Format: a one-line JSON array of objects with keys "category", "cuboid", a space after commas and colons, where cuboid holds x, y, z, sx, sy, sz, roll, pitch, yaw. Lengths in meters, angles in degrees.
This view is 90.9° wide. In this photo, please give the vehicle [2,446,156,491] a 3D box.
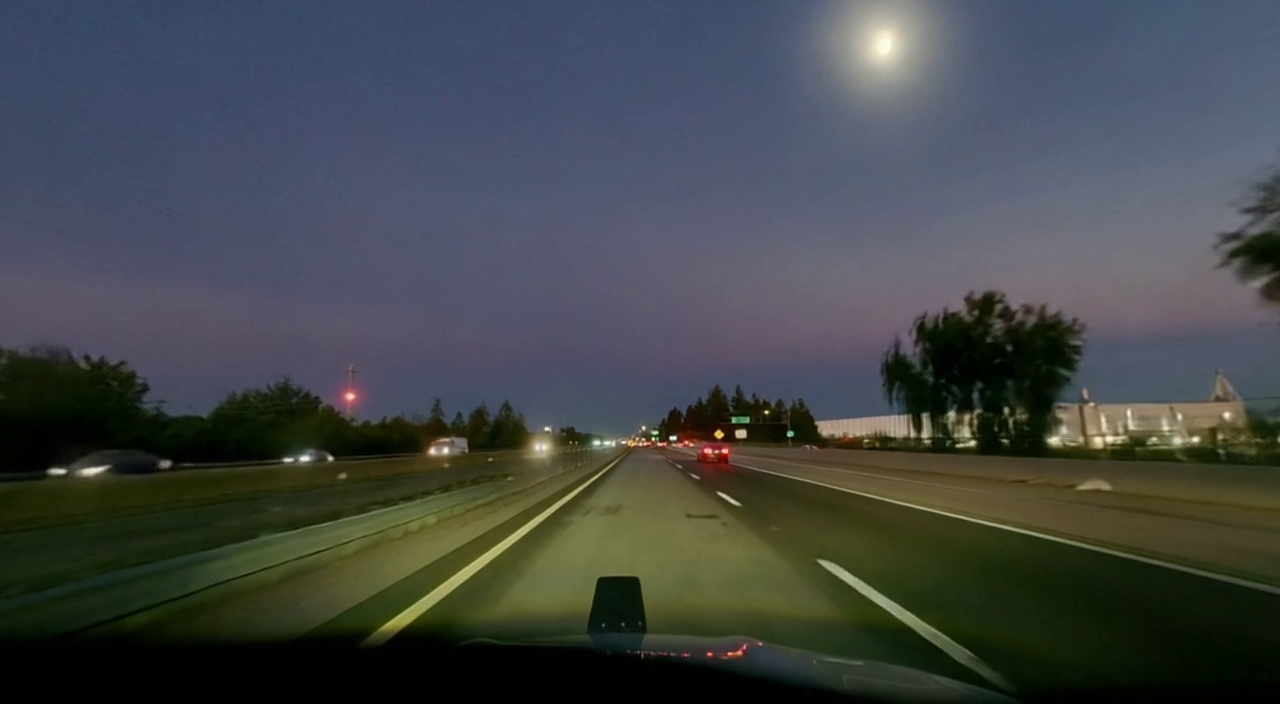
[{"category": "vehicle", "cuboid": [-24.173, 4.988, 27.499, 2.027, 1.763, 5.013, 0, -8, 1]}]

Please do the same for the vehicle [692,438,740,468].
[{"category": "vehicle", "cuboid": [4.085, 5.476, 34.401, 2.062, 1.518, 4.026, 0, -8, -1]}]
